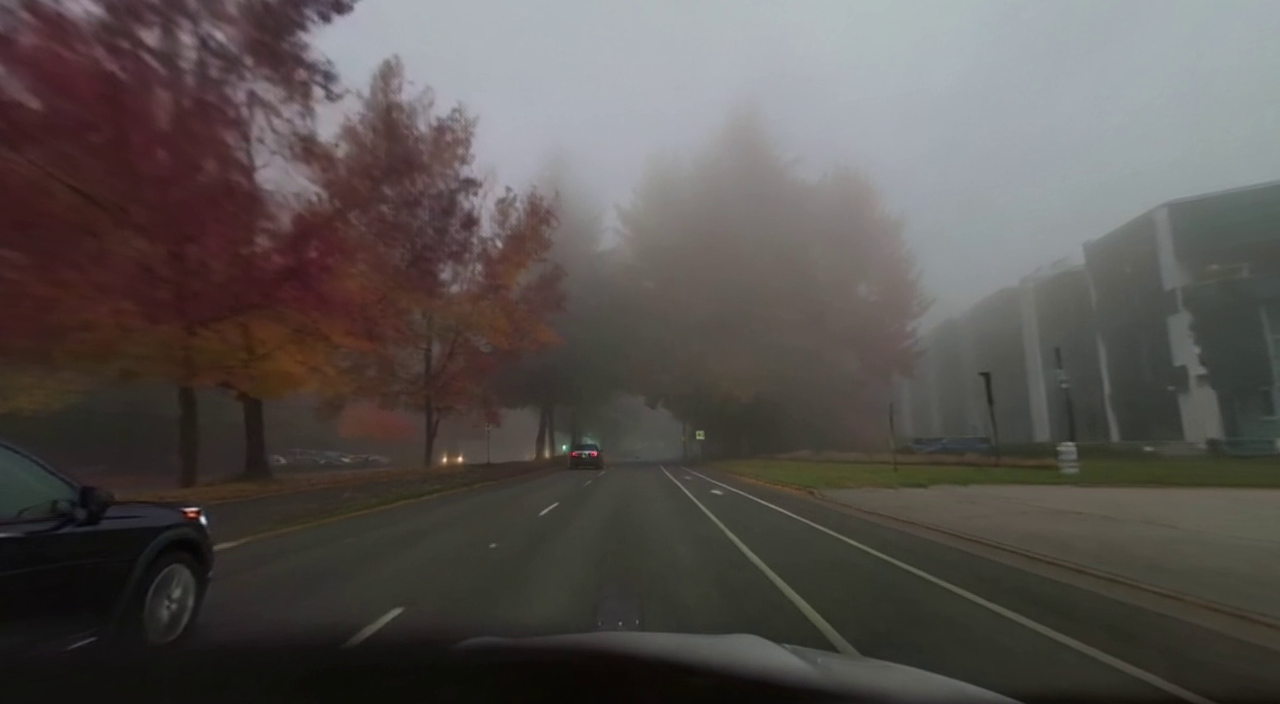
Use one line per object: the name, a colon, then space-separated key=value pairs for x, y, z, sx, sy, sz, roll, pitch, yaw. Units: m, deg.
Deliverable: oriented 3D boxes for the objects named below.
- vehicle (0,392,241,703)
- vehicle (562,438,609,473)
vehicle: x=-3.812 y=0.856 z=2.221 sx=1.923 sy=1.528 sz=4.309 roll=0 pitch=-9 yaw=1
vehicle: x=-2.954 y=5.768 z=35.159 sx=2.112 sy=1.779 sz=4.489 roll=0 pitch=-9 yaw=2
